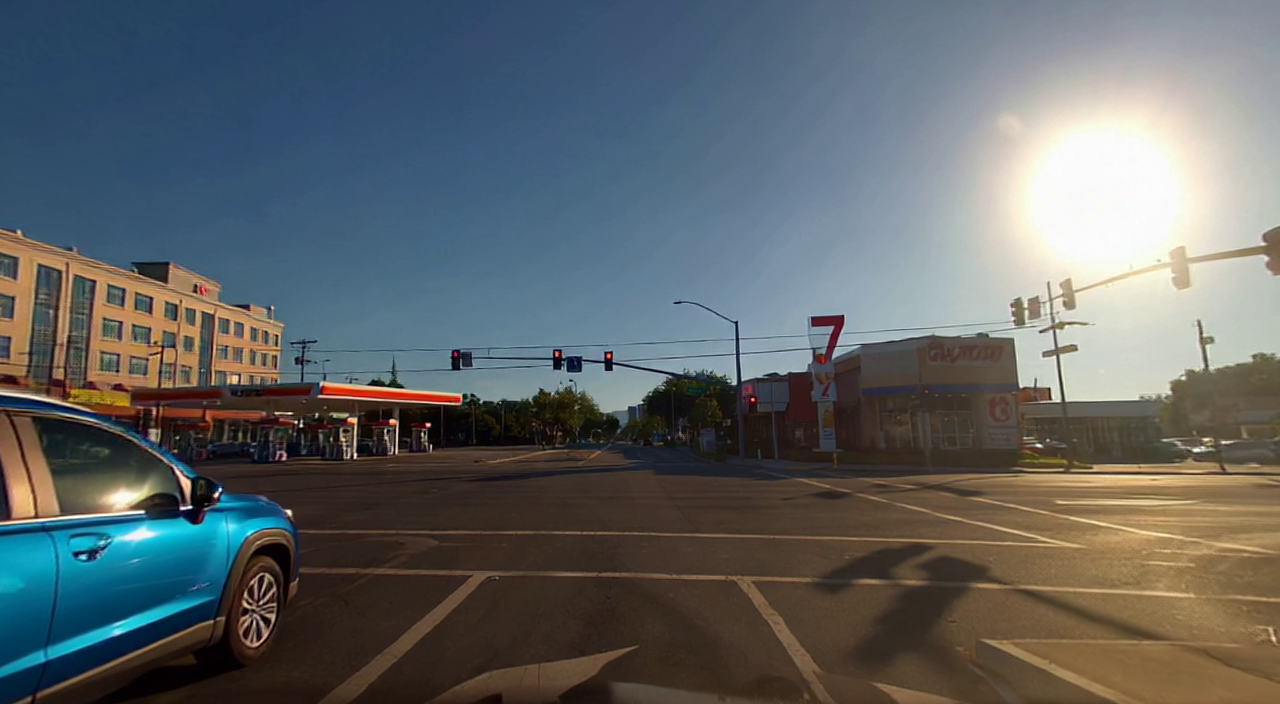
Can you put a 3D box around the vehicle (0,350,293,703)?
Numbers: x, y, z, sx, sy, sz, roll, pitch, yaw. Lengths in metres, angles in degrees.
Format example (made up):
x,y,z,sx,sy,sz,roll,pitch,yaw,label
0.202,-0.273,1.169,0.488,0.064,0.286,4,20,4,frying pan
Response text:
x,y,z,sx,sy,sz,roll,pitch,yaw,label
-3.426,0.800,2.047,2.053,1.690,4.364,0,-9,0,vehicle

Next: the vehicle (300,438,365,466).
x,y,z,sx,sy,sz,roll,pitch,yaw,label
-20.468,6.682,42.158,2.004,1.699,4.486,0,-9,1,vehicle
